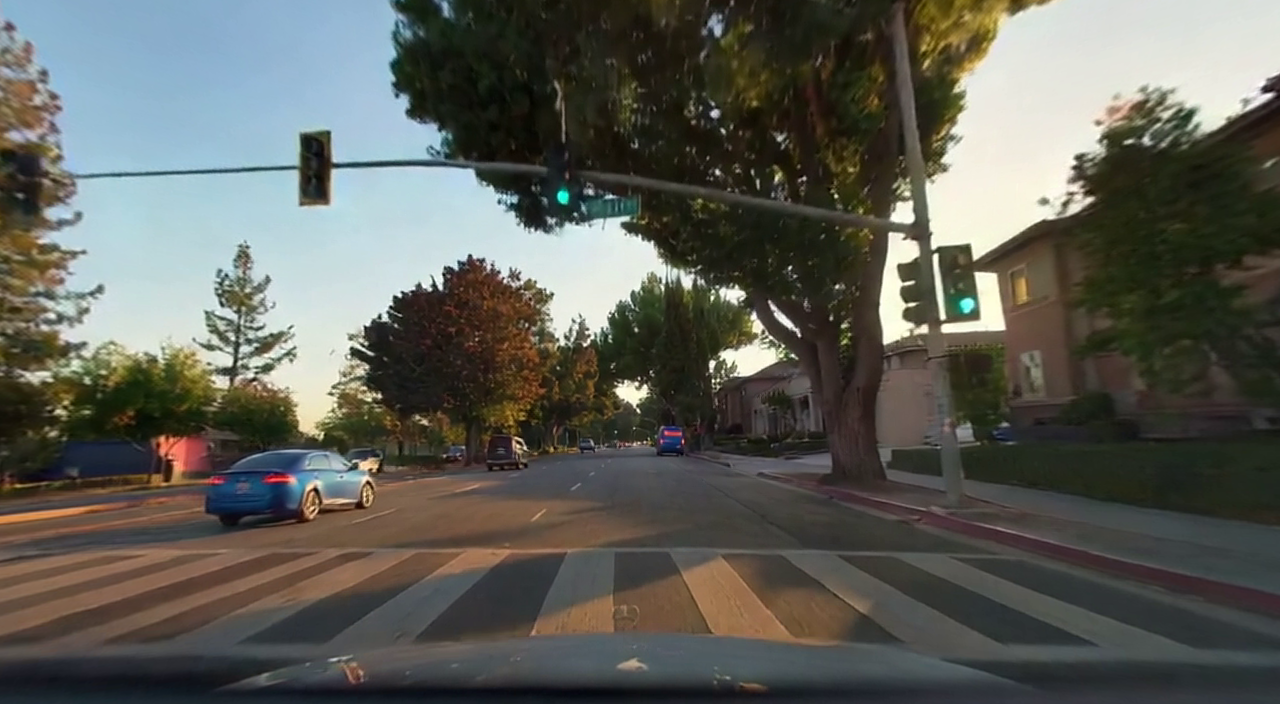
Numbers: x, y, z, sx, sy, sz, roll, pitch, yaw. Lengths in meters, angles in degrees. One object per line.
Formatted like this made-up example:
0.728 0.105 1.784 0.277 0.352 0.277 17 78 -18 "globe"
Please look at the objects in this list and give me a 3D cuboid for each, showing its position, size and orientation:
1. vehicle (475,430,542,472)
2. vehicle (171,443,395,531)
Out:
-6.906 5.267 33.851 2.332 2.039 5.678 0 -8 0 "vehicle"
-6.914 2.614 12.936 1.970 1.456 4.441 0 -8 0 "vehicle"
